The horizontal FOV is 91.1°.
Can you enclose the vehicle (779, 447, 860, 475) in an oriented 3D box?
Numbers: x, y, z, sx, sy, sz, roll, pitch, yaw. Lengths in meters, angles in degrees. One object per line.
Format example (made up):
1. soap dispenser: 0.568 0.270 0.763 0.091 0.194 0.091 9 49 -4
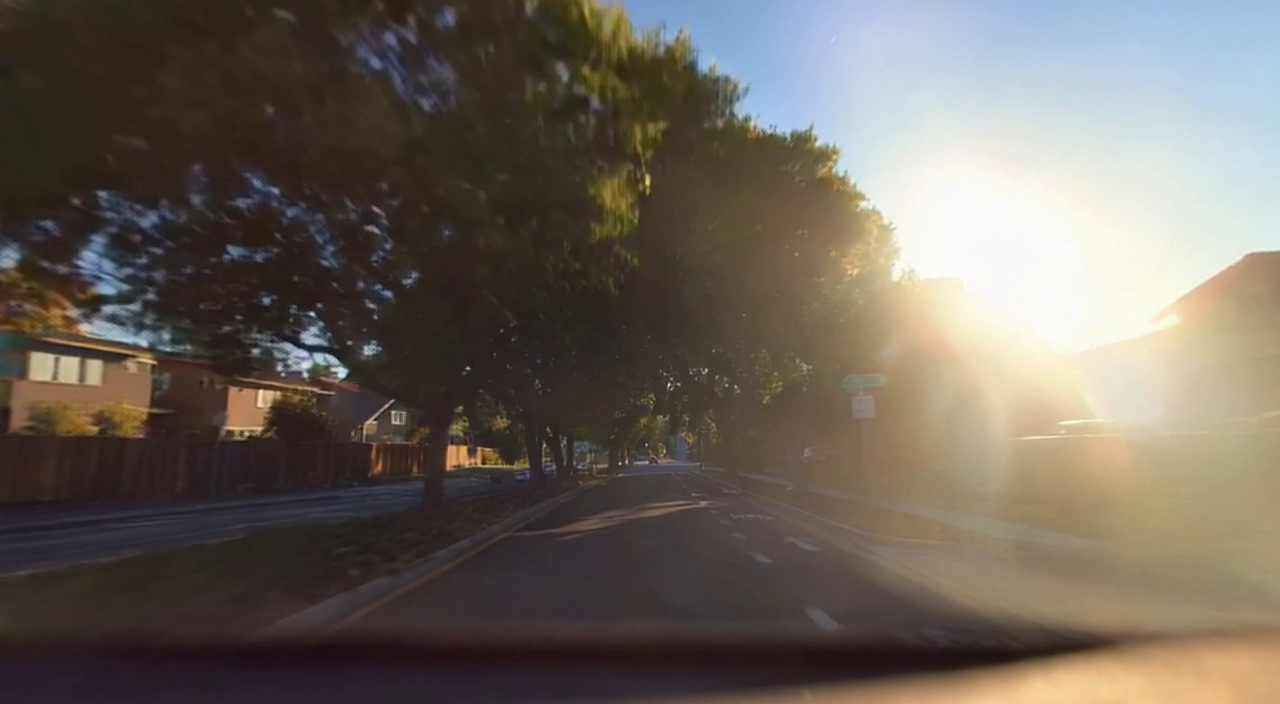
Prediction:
1. vehicle: 12.175 7.417 42.782 4.807 1.865 2.160 0 -9 1
